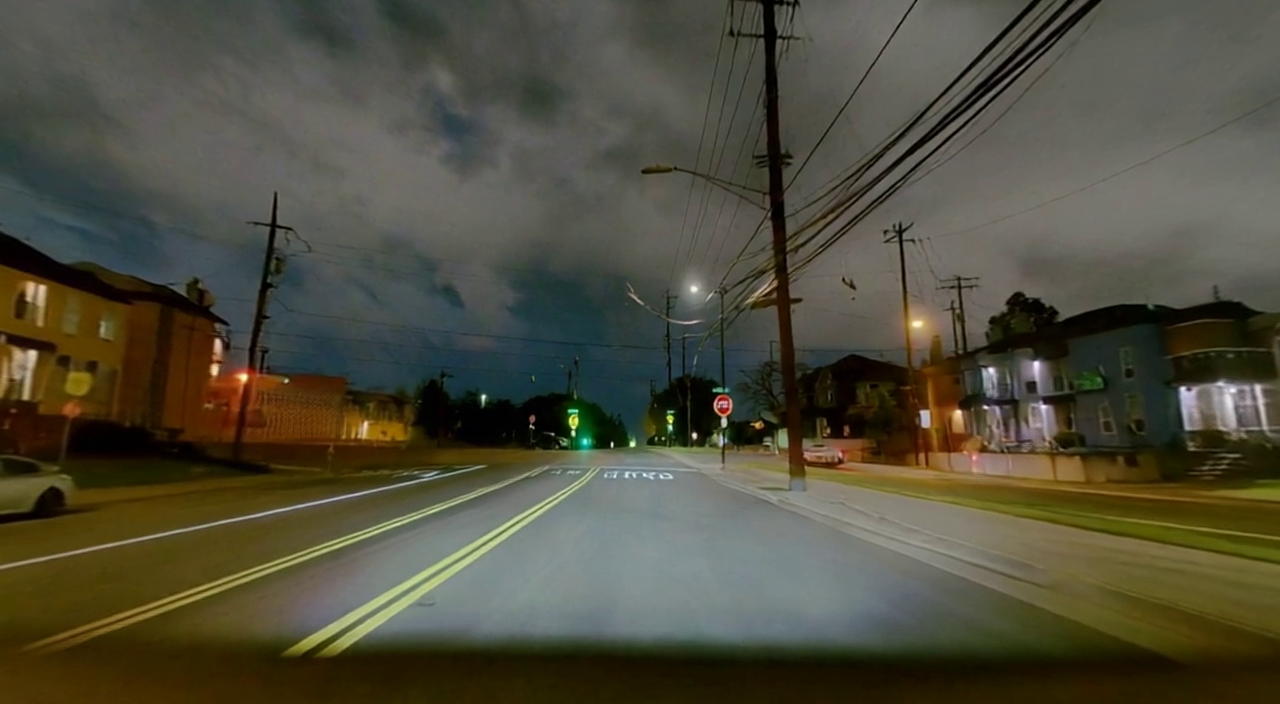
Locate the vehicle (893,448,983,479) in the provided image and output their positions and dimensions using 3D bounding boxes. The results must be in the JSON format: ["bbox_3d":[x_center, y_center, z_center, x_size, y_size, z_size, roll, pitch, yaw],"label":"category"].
[{"bbox_3d":[15.275,5.705,32.645,1.909,1.460,4.282,2,-9,-12],"label":"vehicle"}]

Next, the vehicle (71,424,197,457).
[{"bbox_3d":[-27.201,4.792,34.123,4.842,1.690,1.938,1,-9,-9],"label":"vehicle"}]

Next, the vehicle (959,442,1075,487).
[{"bbox_3d":[16.393,4.890,27.754,1.847,1.682,4.419,5,-9,-11],"label":"vehicle"}]

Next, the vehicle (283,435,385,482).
[{"bbox_3d":[-12.942,4.534,27.173,1.940,1.789,5.086,0,-9,-2],"label":"vehicle"}]

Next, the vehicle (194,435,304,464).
[{"bbox_3d":[-21.458,5.364,34.837,4.647,1.515,2.009,1,-9,-6],"label":"vehicle"}]

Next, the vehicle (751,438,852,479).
[{"bbox_3d":[6.353,4.252,25.451,2.081,1.496,4.490,2,-9,-13],"label":"vehicle"}]
